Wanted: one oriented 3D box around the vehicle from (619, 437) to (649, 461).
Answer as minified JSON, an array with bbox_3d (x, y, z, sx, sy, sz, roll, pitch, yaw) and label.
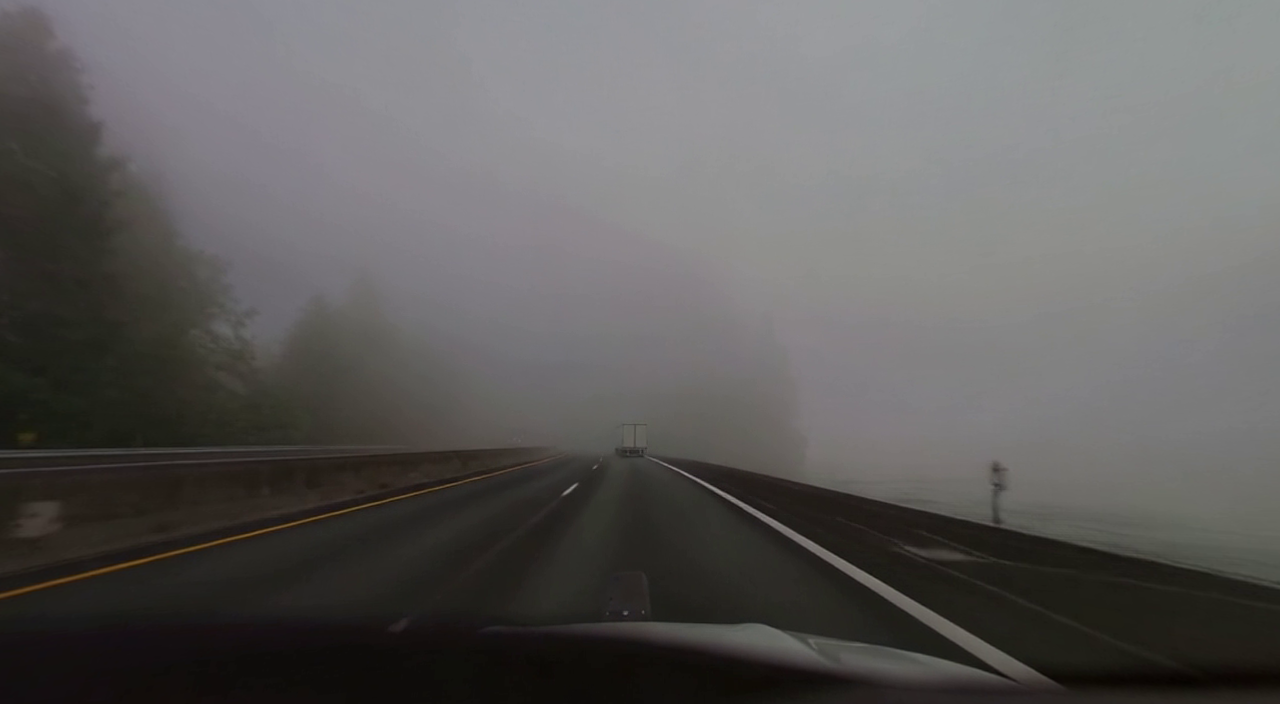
[{"bbox_3d":[-0.536,7.343,47.735,2.079,1.729,4.380,0,-8,-3],"label":"vehicle"}]
